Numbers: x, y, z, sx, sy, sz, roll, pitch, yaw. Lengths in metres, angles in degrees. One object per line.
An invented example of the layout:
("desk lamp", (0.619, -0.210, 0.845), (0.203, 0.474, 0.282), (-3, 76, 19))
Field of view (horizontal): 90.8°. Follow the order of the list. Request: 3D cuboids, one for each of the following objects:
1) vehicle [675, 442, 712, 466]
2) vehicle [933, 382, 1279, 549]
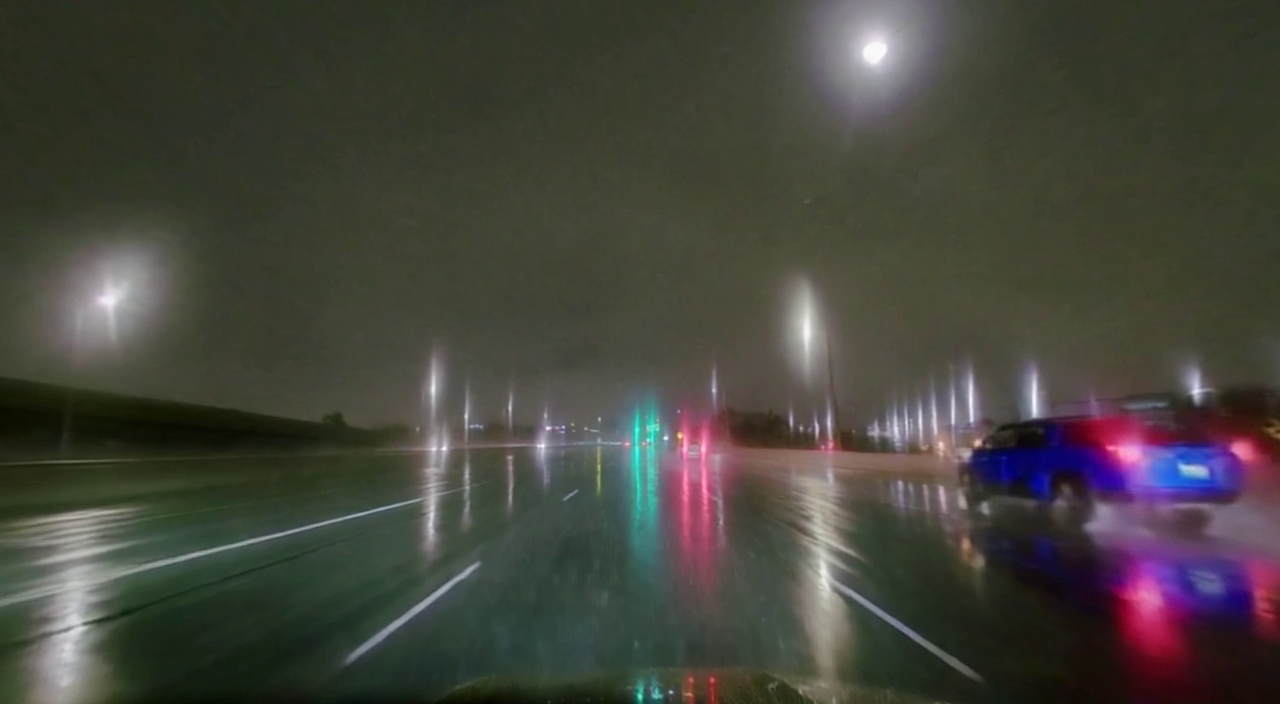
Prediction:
("vehicle", (3.464, 6.712, 41.761), (2.000, 1.533, 3.770), (0, -8, -1))
("vehicle", (6.706, 1.670, 9.792), (2.065, 1.953, 4.605), (0, -8, 0))
